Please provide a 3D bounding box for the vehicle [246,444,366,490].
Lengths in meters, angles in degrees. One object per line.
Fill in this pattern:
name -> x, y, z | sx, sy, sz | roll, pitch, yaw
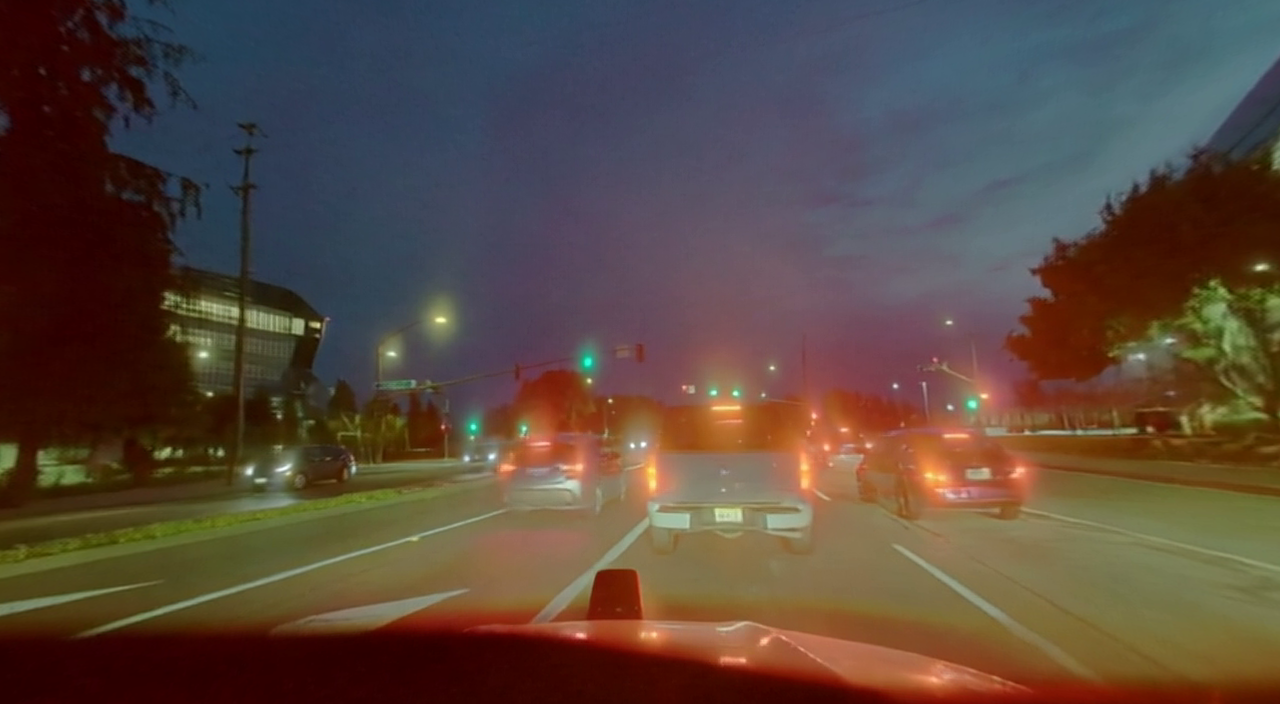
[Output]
vehicle -> -13.678, 4.709, 26.134 | 2.018, 1.715, 4.451 | -2, -9, 10

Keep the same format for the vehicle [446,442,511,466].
vehicle -> -10.918, 6.942, 42.988 | 2.005, 1.489, 4.650 | -3, -9, 19

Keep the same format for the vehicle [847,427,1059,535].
vehicle -> 4.977, 2.077, 10.739 | 1.862, 1.451, 4.083 | -1, -9, 6

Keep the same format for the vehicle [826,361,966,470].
vehicle -> 10.513, 2.939, 27.153 | 2.965, 3.900, 9.064 | -1, -9, 6

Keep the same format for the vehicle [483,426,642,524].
vehicle -> -1.235, 2.262, 12.076 | 2.010, 1.515, 4.152 | -1, -9, 8

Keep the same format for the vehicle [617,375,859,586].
vehicle -> 1.195, 1.505, 8.099 | 2.188, 1.892, 4.488 | -1, -9, 8

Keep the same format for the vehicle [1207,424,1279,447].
vehicle -> 40.316, 5.573, 41.777 | 1.840, 1.457, 4.080 | -1, -9, 8
